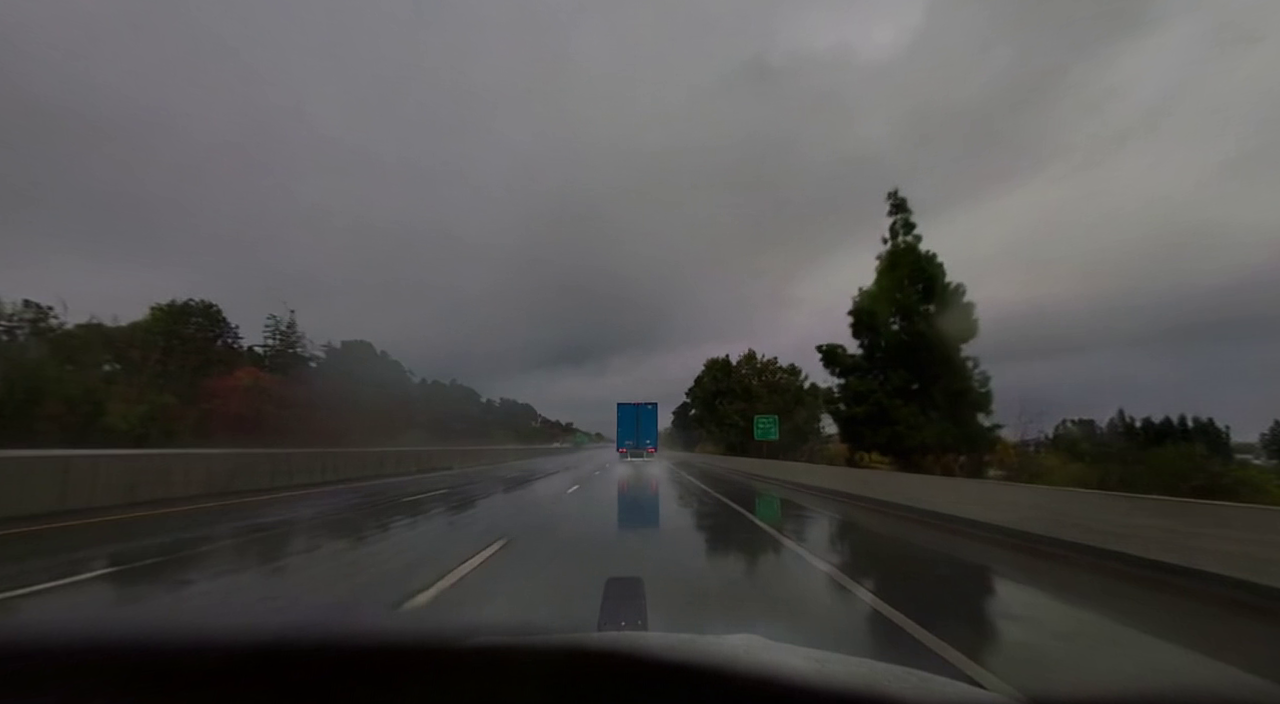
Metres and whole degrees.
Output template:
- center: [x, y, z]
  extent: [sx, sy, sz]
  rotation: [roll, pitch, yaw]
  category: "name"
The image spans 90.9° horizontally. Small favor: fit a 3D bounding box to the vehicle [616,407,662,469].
- center: [-0.172, 6.409, 46.367]
  extent: [2.982, 3.947, 11.075]
  rotation: [0, -9, -1]
  category: "vehicle"
